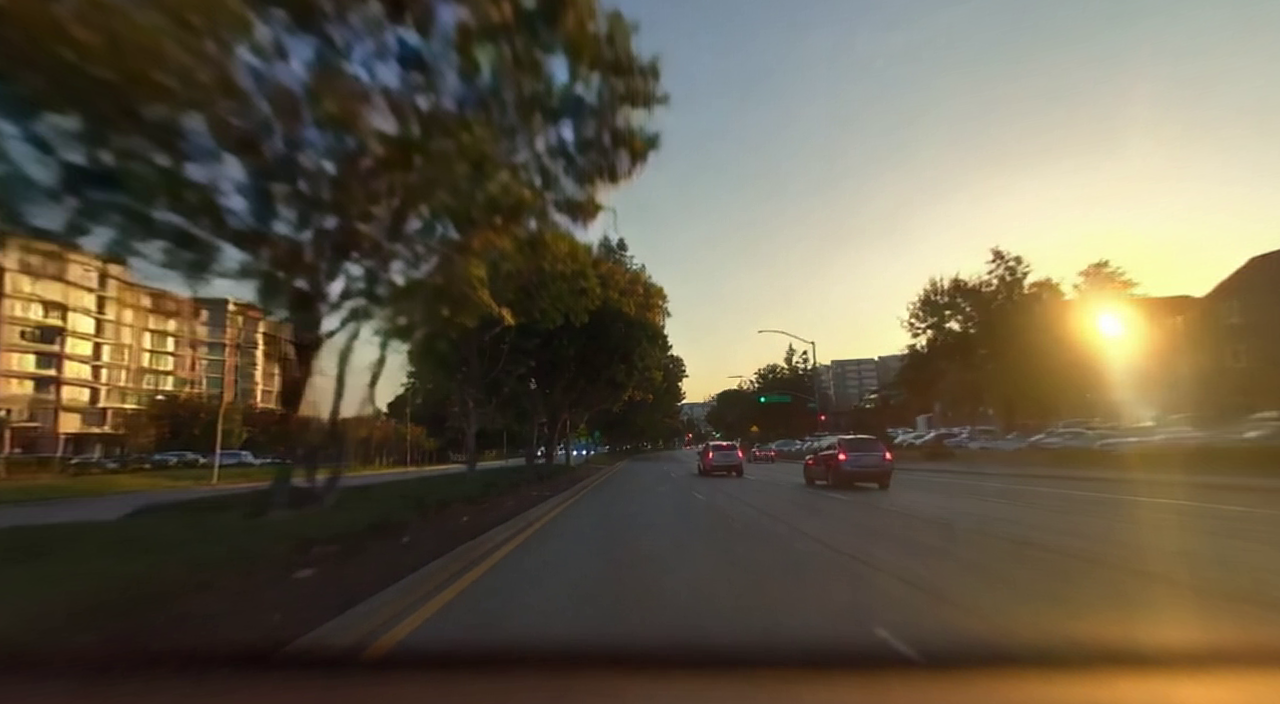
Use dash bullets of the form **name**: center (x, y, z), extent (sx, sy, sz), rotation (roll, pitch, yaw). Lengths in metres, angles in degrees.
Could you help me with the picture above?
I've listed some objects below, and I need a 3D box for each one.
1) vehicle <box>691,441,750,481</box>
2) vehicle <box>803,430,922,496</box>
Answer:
- **vehicle**: center (3.367, 4.653, 27.199), extent (1.917, 1.538, 4.259), rotation (0, -9, -1)
- **vehicle**: center (6.679, 3.390, 19.624), extent (1.946, 1.773, 4.641), rotation (0, -9, -1)
